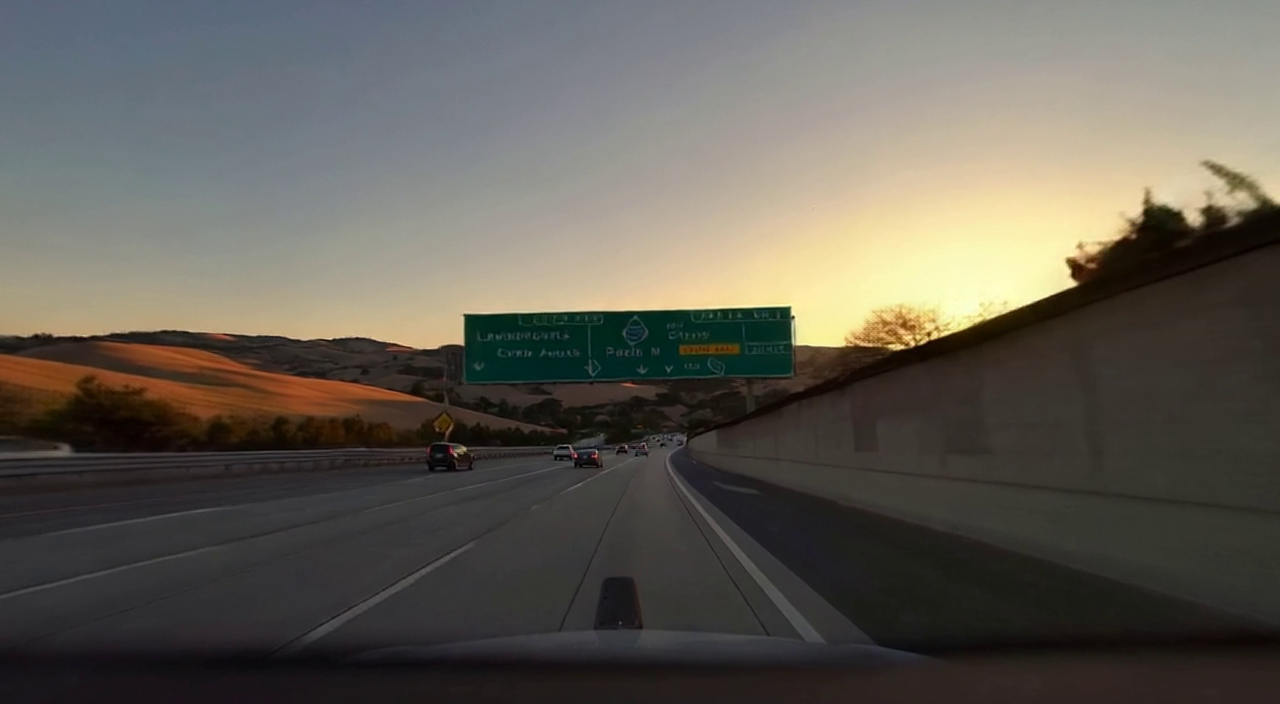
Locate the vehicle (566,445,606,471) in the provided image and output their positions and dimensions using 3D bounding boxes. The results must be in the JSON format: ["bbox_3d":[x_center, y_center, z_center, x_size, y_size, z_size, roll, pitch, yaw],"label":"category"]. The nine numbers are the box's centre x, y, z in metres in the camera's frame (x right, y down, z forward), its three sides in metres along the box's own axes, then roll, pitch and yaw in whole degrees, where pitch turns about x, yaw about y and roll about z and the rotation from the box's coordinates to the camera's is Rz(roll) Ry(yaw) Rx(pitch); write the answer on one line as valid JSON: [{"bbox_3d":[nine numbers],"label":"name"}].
[{"bbox_3d":[-3.270,6.525,38.955,1.931,1.492,4.076,-1,-8,2],"label":"vehicle"}]

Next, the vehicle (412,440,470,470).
[{"bbox_3d":[-12.780,6.637,40.859,2.076,1.766,4.831,0,-8,2],"label":"vehicle"}]
